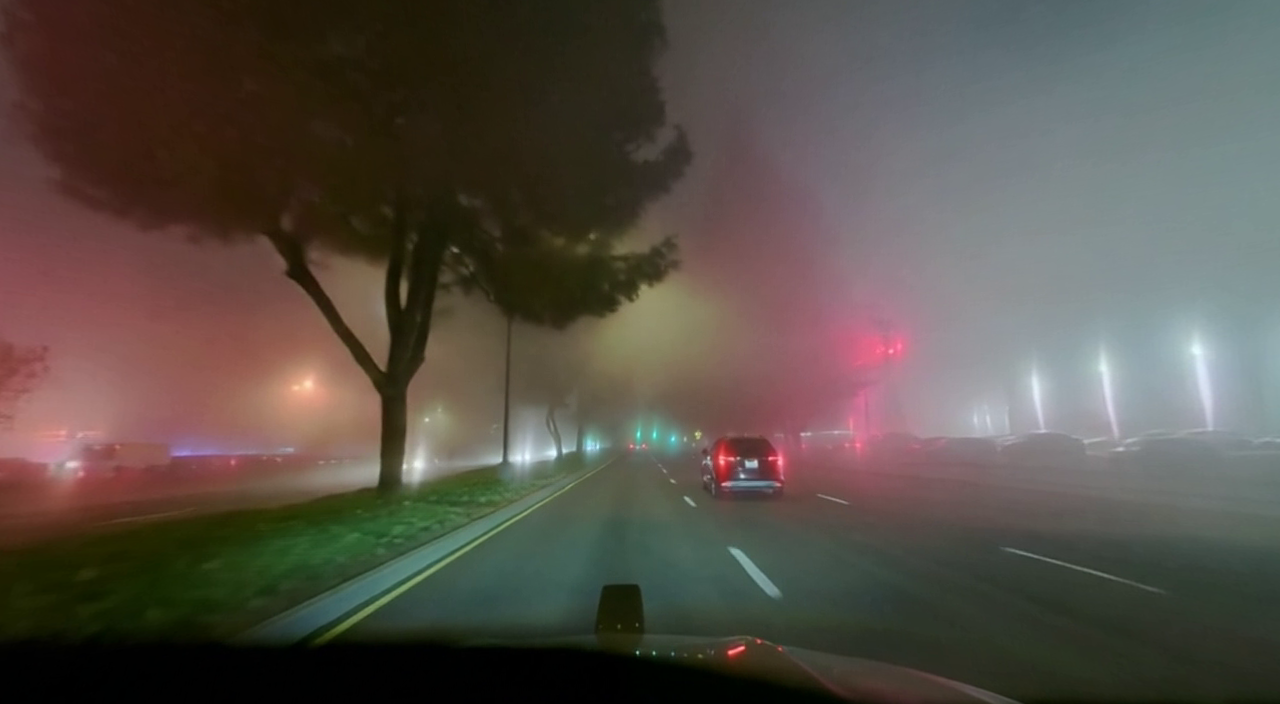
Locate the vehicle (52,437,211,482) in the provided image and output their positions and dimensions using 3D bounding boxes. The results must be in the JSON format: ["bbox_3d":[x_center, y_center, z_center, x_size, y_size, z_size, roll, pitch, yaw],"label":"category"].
[{"bbox_3d":[-30.474,6.430,38.102,6.938,2.556,2.792,0,-9,-3],"label":"vehicle"}]

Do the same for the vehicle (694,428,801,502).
[{"bbox_3d":[2.648,2.920,16.657,1.963,1.677,4.229,0,-9,-1],"label":"vehicle"}]

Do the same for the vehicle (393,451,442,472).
[{"bbox_3d":[-16.505,8.147,47.122,1.955,1.428,4.606,0,-9,0],"label":"vehicle"}]

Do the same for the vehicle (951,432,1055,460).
[{"bbox_3d":[19.858,5.161,34.708,4.518,1.501,1.902,0,-8,0],"label":"vehicle"}]

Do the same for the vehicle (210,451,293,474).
[{"bbox_3d":[-29.877,8.499,48.718,4.941,1.444,2.122,-2,-9,-3],"label":"vehicle"}]

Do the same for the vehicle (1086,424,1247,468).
[{"bbox_3d":[19.793,3.562,23.917,4.227,1.567,2.034,0,-9,1],"label":"vehicle"}]

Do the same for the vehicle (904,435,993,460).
[{"bbox_3d":[19.075,5.938,39.200,4.418,1.461,2.002,0,-9,-3],"label":"vehicle"}]

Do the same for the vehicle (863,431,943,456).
[{"bbox_3d":[19.602,6.834,47.263,4.975,1.786,2.223,-1,-9,3],"label":"vehicle"}]

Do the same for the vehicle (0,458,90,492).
[{"bbox_3d":[-29.040,5.756,29.683,4.583,1.531,1.845,0,-9,0],"label":"vehicle"}]
